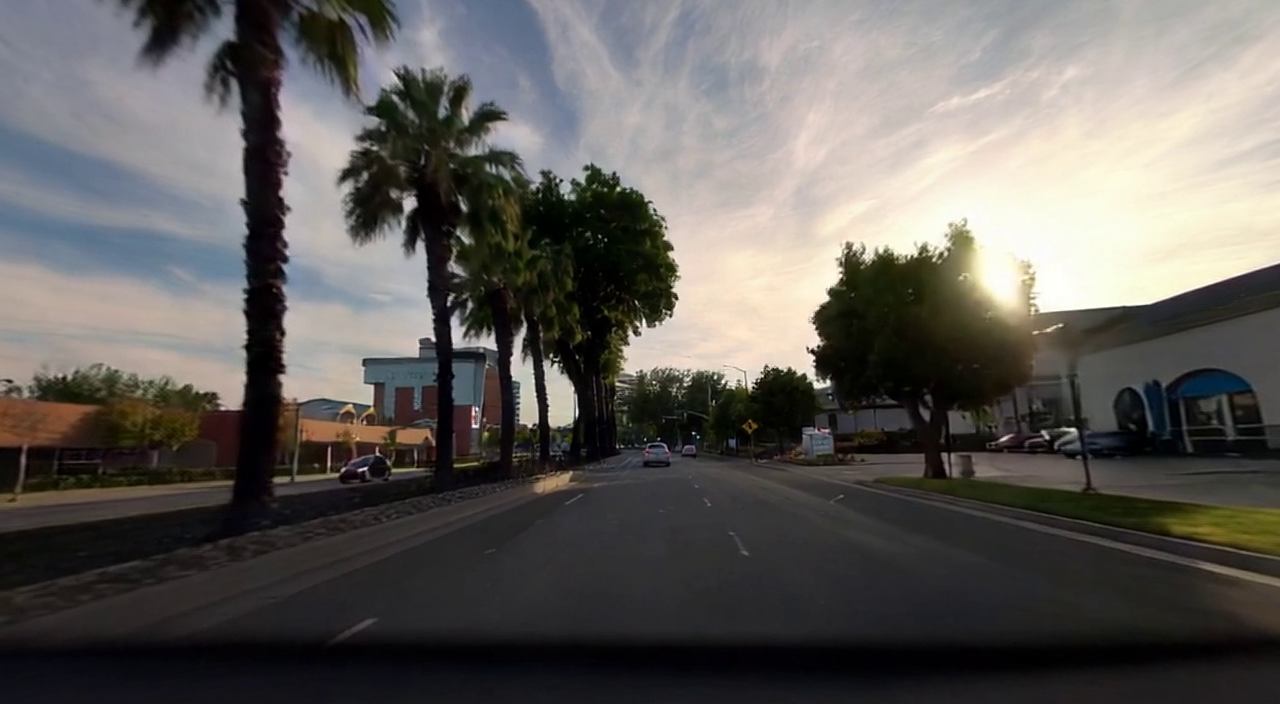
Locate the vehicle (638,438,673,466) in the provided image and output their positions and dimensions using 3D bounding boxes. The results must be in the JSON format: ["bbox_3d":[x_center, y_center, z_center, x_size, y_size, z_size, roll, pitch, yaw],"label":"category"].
[{"bbox_3d":[1.043,6.636,41.990,2.147,1.745,4.648,0,-8,2],"label":"vehicle"}]

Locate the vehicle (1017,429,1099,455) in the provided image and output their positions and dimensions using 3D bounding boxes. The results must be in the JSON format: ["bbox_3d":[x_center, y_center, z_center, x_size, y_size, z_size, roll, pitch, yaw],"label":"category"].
[{"bbox_3d":[25.279,5.508,38.408,1.830,1.467,4.871,-1,-8,2],"label":"vehicle"}]

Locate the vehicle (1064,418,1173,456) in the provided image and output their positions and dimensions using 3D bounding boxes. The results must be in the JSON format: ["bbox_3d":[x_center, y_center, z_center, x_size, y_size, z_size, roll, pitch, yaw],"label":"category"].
[{"bbox_3d":[24.795,4.471,32.992,2.194,1.840,4.659,-1,-8,3],"label":"vehicle"}]

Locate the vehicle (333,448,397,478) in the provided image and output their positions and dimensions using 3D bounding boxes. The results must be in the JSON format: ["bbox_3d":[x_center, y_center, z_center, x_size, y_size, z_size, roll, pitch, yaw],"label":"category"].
[{"bbox_3d":[-17.258,6.949,39.918,1.939,1.710,4.543,0,-8,1],"label":"vehicle"}]
